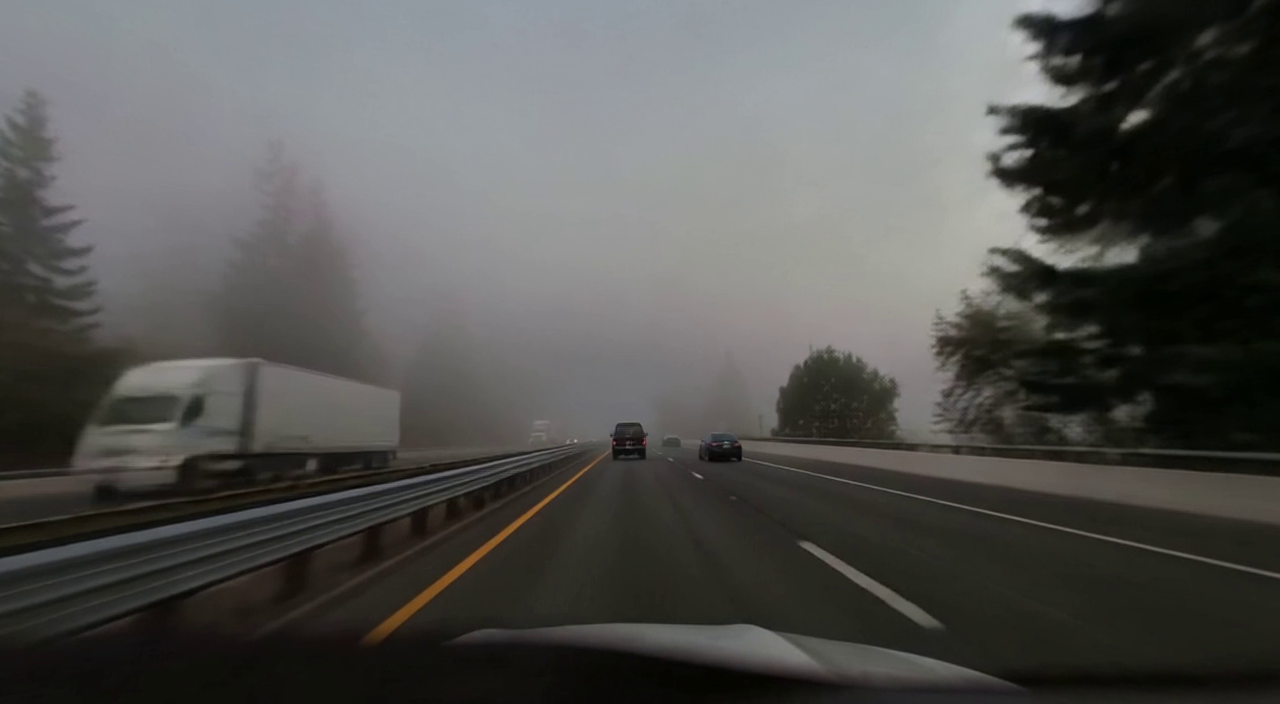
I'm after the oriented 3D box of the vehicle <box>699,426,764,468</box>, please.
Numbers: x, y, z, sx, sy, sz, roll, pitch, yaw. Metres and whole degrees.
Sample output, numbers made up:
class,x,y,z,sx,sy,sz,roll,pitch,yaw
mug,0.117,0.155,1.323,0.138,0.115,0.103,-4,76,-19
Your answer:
class,x,y,z,sx,sy,sz,roll,pitch,yaw
vehicle,3.774,3.990,26.719,1.981,1.606,3.956,0,-8,-2

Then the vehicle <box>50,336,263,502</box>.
class,x,y,z,sx,sy,sz,roll,pitch,yaw
vehicle,-13.281,1.909,17.747,3.011,4.191,3.431,0,-8,-1

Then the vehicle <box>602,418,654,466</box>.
class,x,y,z,sx,sy,sz,roll,pitch,yaw
vehicle,-0.574,4.216,29.679,2.270,2.044,4.633,0,-8,-2
